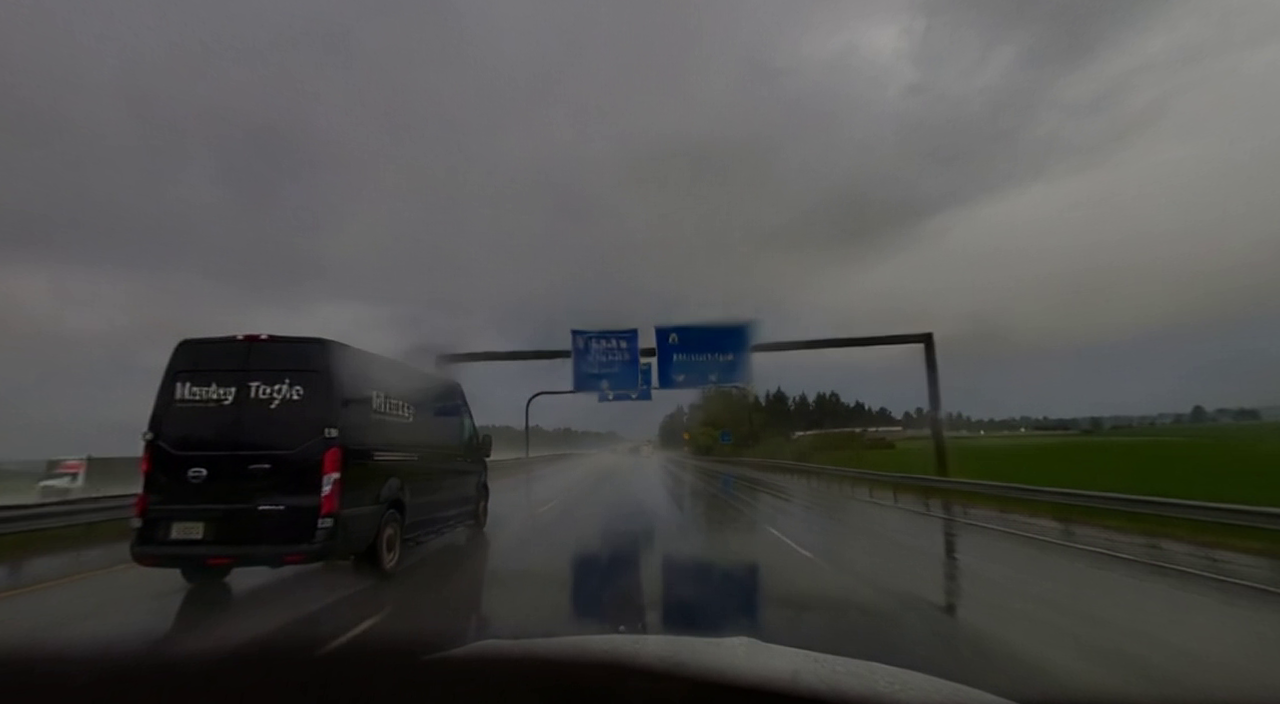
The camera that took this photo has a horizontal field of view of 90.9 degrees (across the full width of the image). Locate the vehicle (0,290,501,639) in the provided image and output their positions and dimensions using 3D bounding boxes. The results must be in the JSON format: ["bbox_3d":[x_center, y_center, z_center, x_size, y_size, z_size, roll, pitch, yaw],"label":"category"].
[{"bbox_3d":[-3.769,1.336,8.312,2.320,2.636,7.021,0,-9,-1],"label":"vehicle"}]
